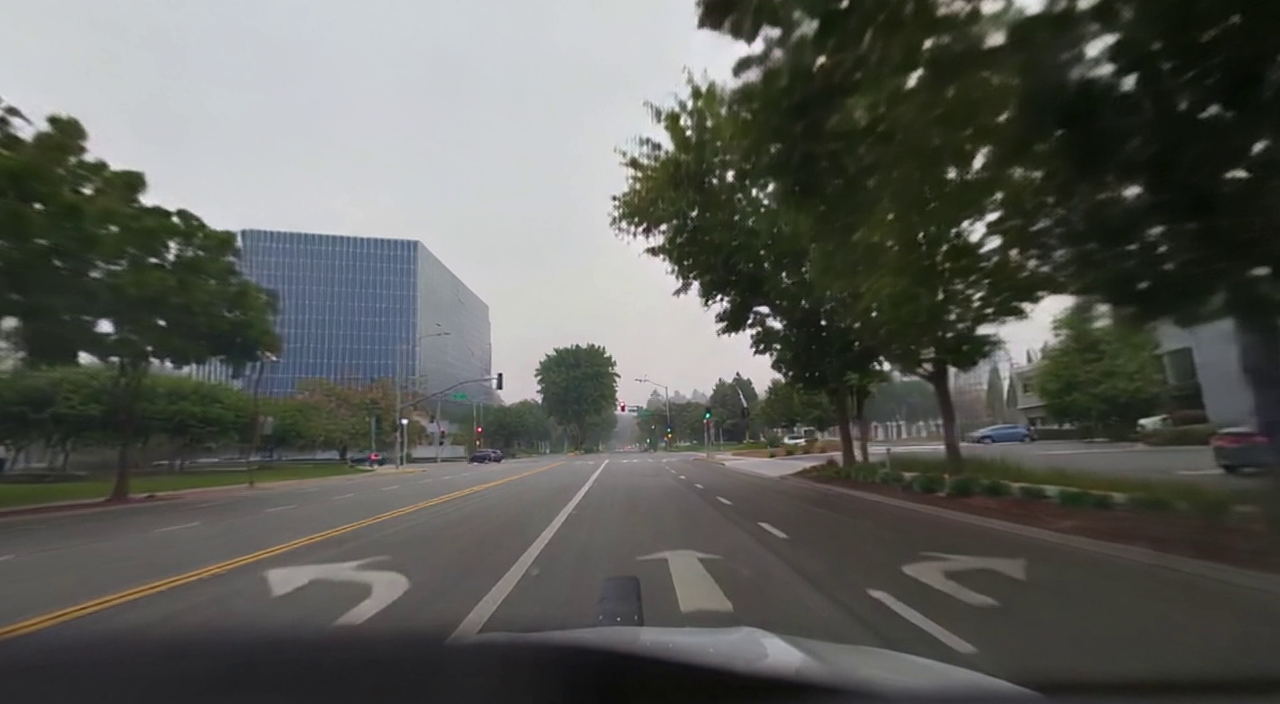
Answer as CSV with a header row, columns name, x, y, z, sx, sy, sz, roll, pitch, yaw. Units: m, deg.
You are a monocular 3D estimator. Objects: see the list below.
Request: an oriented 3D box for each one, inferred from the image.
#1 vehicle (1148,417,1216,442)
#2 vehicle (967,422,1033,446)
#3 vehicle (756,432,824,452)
name,x,y,z,sx,sy,sz,roll,pitch,yaw
vehicle,36.917,5.269,43.204,1.675,1.498,3.589,1,-4,3
vehicle,24.225,5.588,42.739,1.859,1.453,4.076,0,-9,-2
vehicle,11.575,6.958,49.067,4.670,1.476,2.042,0,-8,-1
